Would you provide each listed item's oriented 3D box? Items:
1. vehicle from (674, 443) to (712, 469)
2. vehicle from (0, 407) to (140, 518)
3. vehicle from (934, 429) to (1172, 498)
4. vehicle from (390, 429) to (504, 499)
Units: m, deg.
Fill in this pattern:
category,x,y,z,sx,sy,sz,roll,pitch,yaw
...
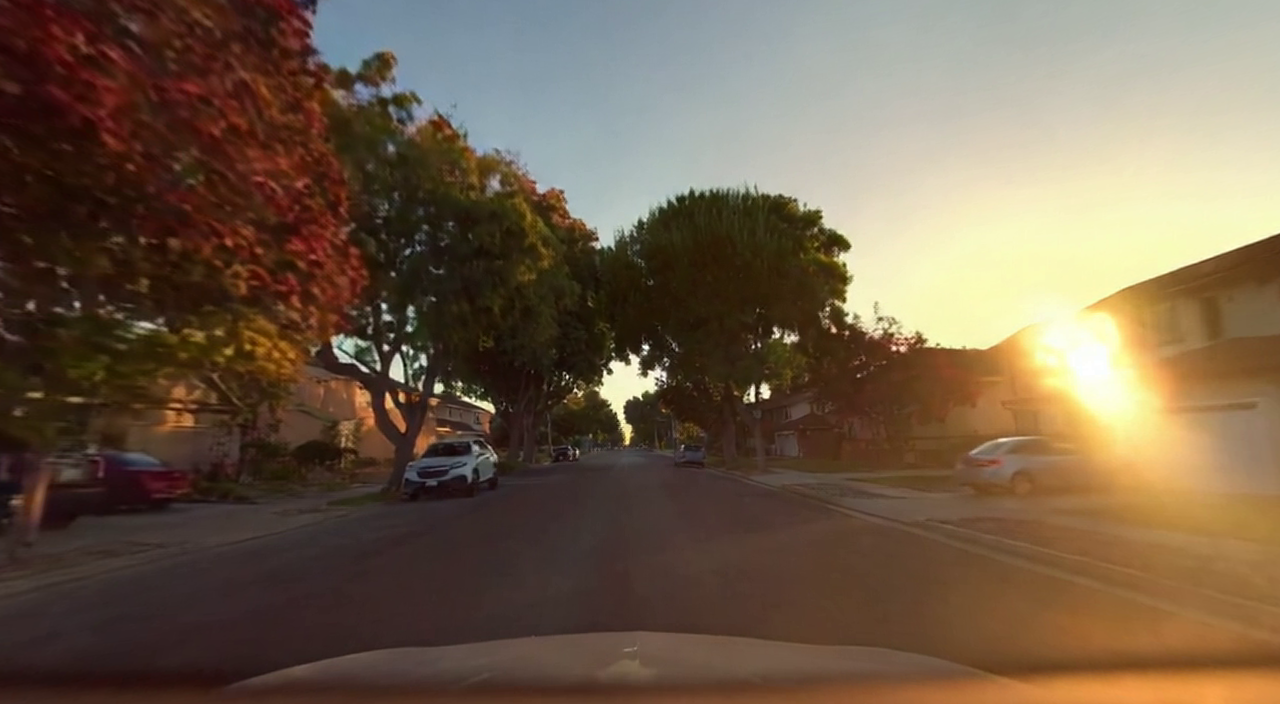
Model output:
category,x,y,z,sx,sy,sz,roll,pitch,yaw
vehicle,3.458,6.823,41.687,1.996,1.585,4.371,0,-8,-2
vehicle,-12.249,2.007,11.387,2.006,1.925,5.163,-2,-9,4
vehicle,9.986,2.711,15.547,4.497,1.564,1.948,0,-8,-2
vehicle,-5.995,3.524,20.384,2.341,1.942,5.044,0,-8,-3
